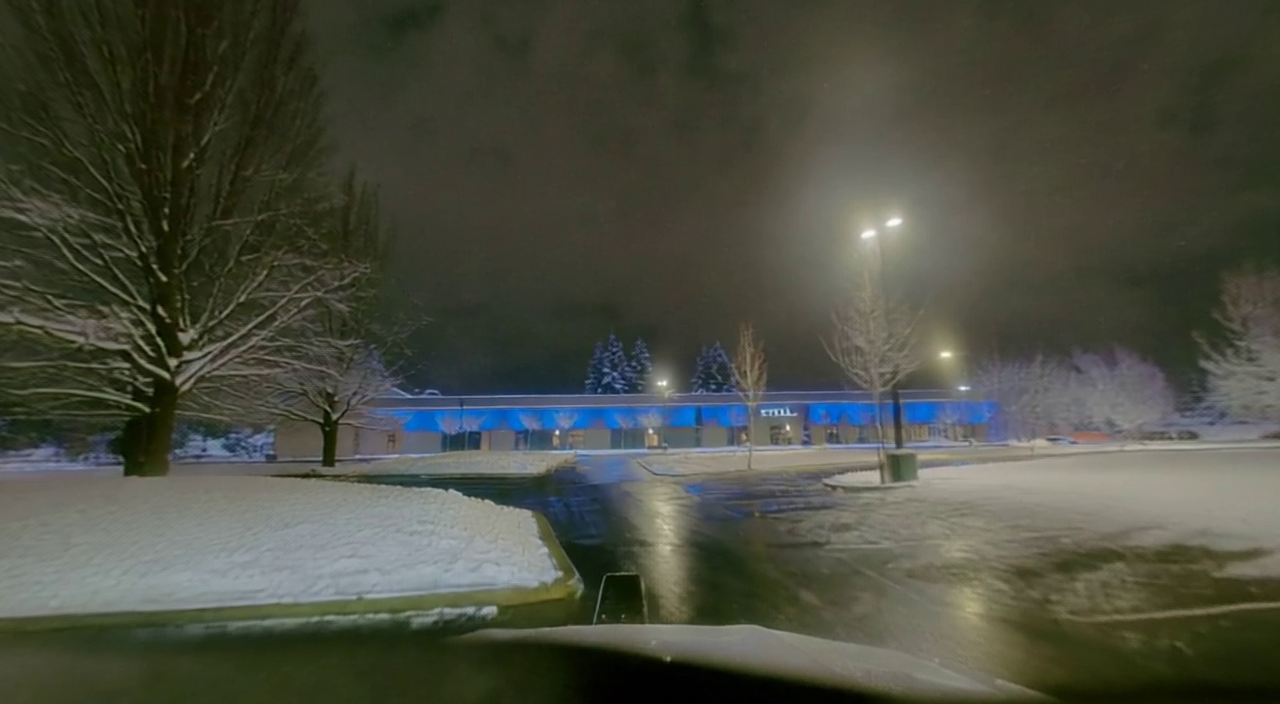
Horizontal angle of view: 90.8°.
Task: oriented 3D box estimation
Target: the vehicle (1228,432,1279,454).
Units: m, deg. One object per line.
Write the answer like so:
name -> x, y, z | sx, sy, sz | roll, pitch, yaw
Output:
vehicle -> 44.683, 6.436, 44.756 | 4.206, 1.526, 1.886 | 0, -8, -3
